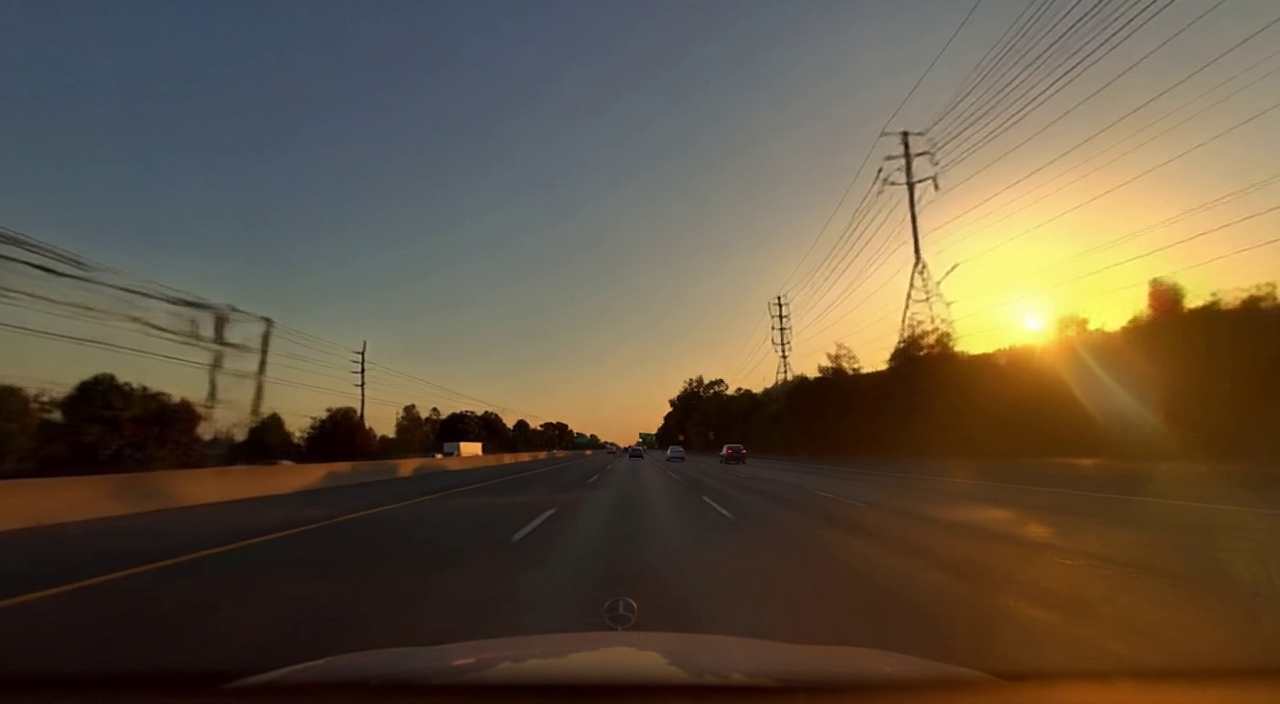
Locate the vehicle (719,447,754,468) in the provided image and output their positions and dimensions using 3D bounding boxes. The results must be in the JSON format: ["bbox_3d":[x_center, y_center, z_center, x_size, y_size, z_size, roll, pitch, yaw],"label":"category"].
[{"bbox_3d":[6.898,7.577,45.694,1.817,1.440,4.075,0,-9,-1],"label":"vehicle"}]
